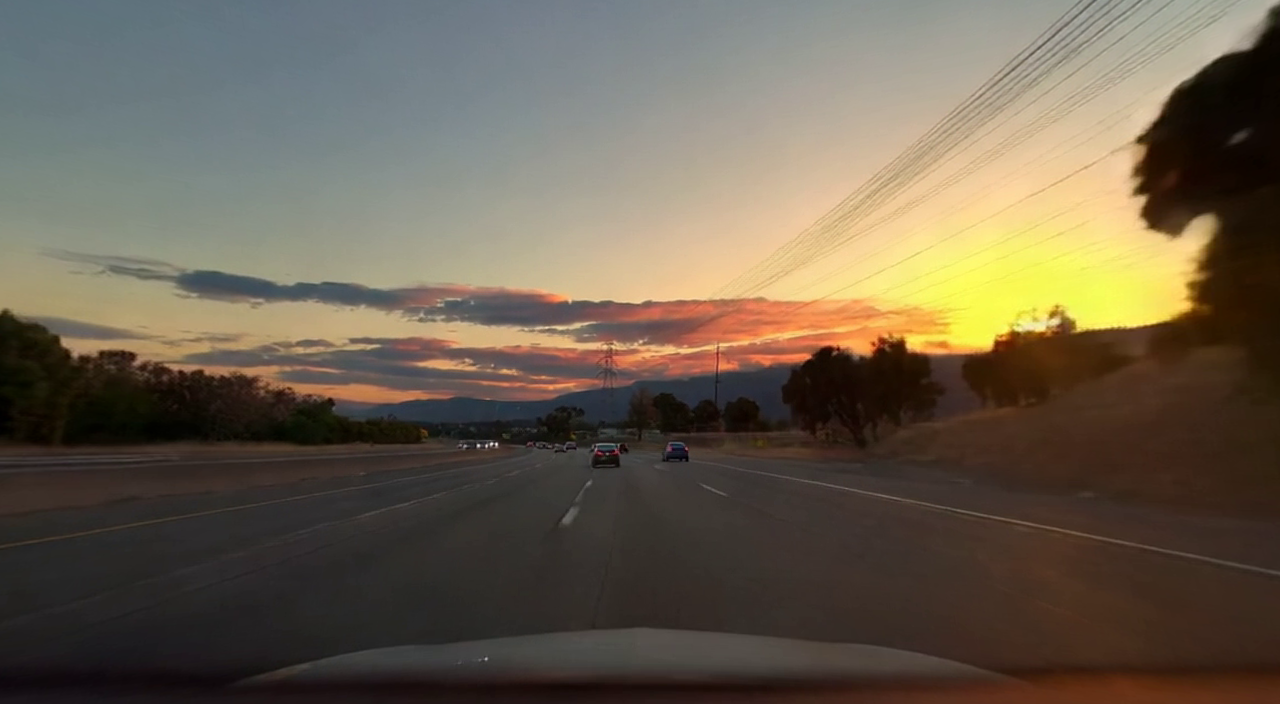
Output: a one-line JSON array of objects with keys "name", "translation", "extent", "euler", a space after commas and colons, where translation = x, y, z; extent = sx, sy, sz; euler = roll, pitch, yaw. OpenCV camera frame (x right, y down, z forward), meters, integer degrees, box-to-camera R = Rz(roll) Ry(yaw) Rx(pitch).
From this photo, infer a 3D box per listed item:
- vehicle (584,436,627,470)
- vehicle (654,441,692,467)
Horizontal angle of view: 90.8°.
[{"name": "vehicle", "translation": [-1.883, 5.481, 34.422], "extent": [2.188, 1.714, 3.921], "euler": [1, -8, -3]}, {"name": "vehicle", "translation": [1.996, 6.267, 39.068], "extent": [1.789, 1.503, 3.897], "euler": [1, -9, -5]}]
